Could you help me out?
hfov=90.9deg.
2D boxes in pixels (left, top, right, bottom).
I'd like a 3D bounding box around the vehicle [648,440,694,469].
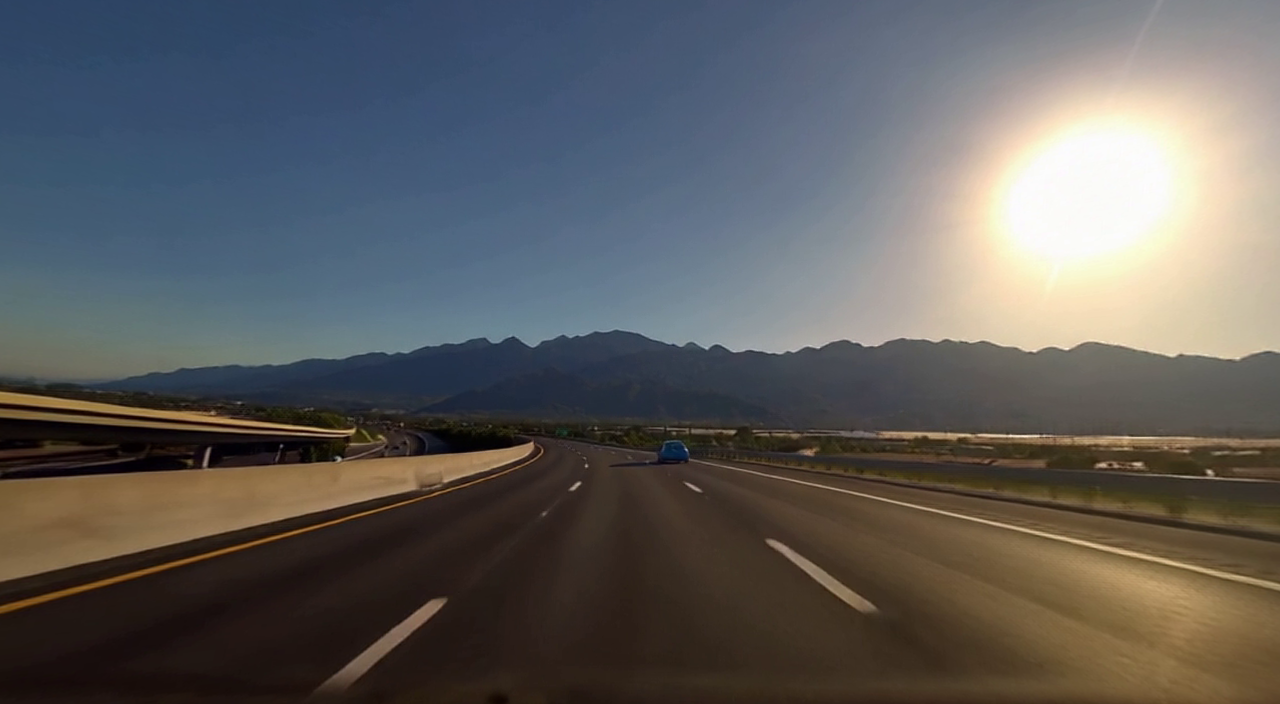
[{"bbox_3d":[1.641,5.670,34.953,1.985,1.440,4.466,0,-9,-4],"label":"vehicle"}]
